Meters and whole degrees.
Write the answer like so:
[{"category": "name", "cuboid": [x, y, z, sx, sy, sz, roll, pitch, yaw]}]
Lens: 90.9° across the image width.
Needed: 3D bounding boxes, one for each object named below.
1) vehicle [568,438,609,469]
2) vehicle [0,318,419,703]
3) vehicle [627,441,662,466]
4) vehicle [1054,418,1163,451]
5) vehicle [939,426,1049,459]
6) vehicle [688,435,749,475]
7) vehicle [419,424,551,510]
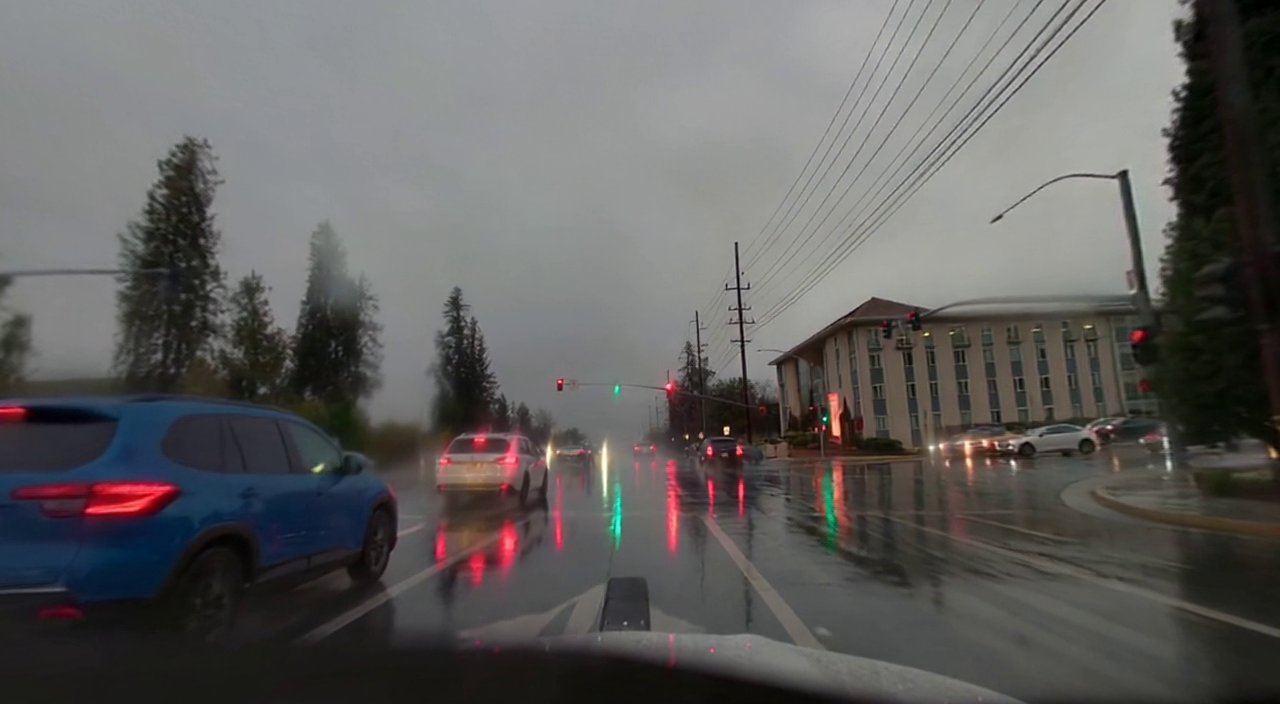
[{"category": "vehicle", "cuboid": [-2.933, 5.872, 36.583, 1.900, 1.677, 4.128, 0, -8, 2]}, {"category": "vehicle", "cuboid": [-3.411, 1.057, 4.340, 2.127, 1.754, 4.287, 0, -8, 1]}, {"category": "vehicle", "cuboid": [0.282, 6.629, 41.320, 2.185, 1.515, 4.215, 0, -8, 1]}, {"category": "vehicle", "cuboid": [26.305, 4.655, 35.515, 4.439, 1.748, 2.037, 0, -8, 1]}, {"category": "vehicle", "cuboid": [19.802, 5.071, 35.367, 5.033, 1.802, 1.928, 0, -9, -5]}, {"category": "vehicle", "cuboid": [3.585, 4.815, 29.645, 2.201, 1.734, 4.564, 0, -8, 0]}, {"category": "vehicle", "cuboid": [-3.491, 2.680, 15.152, 1.958, 1.744, 4.315, 0, -8, 2]}]
